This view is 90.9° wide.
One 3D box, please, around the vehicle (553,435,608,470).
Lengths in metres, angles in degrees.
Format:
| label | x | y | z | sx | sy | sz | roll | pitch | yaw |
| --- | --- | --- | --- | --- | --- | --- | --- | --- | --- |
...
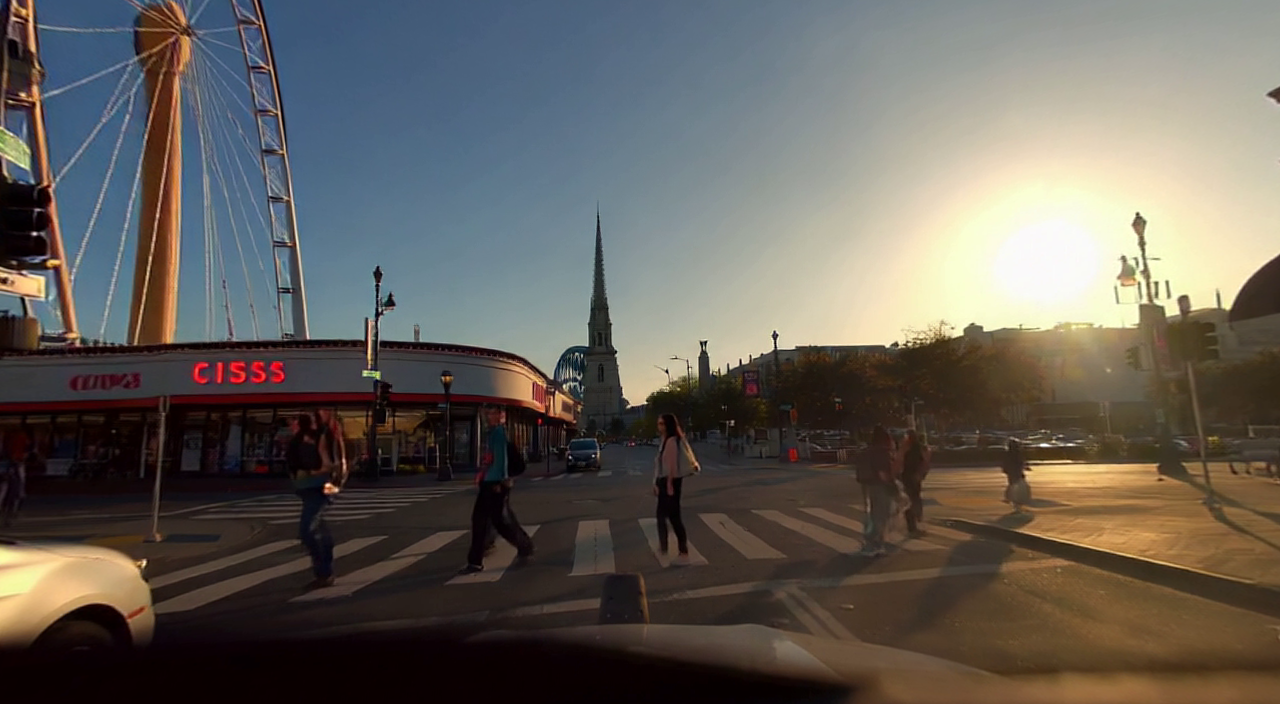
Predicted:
| label | x | y | z | sx | sy | sz | roll | pitch | yaw |
| --- | --- | --- | --- | --- | --- | --- | --- | --- | --- |
| vehicle | -3.900 | 6.383 | 40.252 | 2.549 | 2.000 | 5.699 | 2 | -9 | -15 |

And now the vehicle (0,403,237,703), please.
| label | x | y | z | sx | sy | sz | roll | pitch | yaw |
| --- | --- | --- | --- | --- | --- | --- | --- | --- | --- |
| vehicle | -3.369 | 0.785 | 1.186 | 1.940 | 1.505 | 4.676 | -1 | -9 | 3 |
